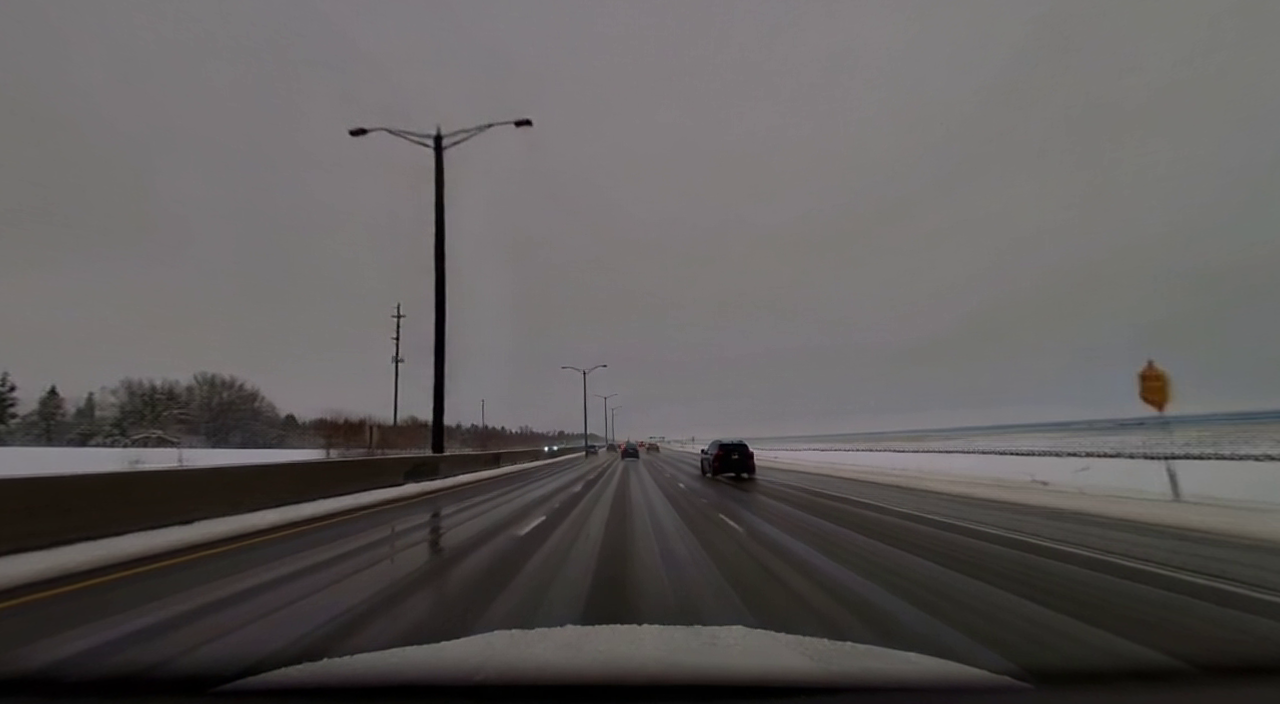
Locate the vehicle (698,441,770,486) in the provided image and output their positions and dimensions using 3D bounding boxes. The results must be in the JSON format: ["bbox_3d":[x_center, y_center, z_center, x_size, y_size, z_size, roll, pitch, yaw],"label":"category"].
[{"bbox_3d":[3.390,4.106,23.583,1.890,1.490,4.373,0,-8,-1],"label":"vehicle"}]
